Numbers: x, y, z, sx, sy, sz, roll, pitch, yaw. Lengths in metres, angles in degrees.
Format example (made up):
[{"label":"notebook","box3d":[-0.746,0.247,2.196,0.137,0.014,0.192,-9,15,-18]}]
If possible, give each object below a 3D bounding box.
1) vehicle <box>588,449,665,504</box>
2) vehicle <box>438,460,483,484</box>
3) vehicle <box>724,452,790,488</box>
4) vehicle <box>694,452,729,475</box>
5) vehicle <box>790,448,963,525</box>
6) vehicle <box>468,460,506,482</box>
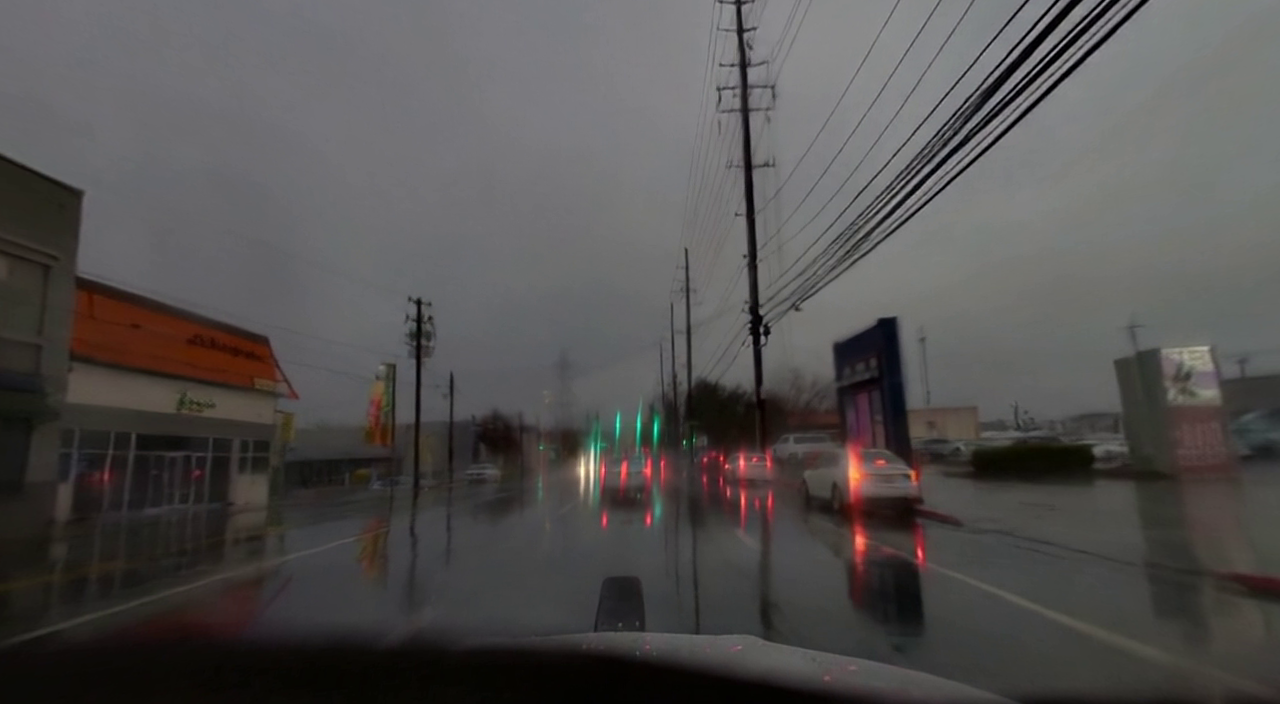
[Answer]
[{"label":"vehicle","box3d":[-0.357,3.752,19.473,2.116,1.479,3.980,0,-9,0]},{"label":"vehicle","box3d":[-11.773,7.890,41.738,1.828,1.457,4.371,0,-9,-2]},{"label":"vehicle","box3d":[5.134,5.218,28.333,1.987,1.459,4.677,0,-9,-1]},{"label":"vehicle","box3d":[5.214,8.203,46.683,1.937,1.523,4.541,0,-9,-1]},{"label":"vehicle","box3d":[5.217,3.009,14.853,2.108,1.471,4.948,0,-9,-1]},{"label":"vehicle","box3d":[-11.550,9.003,47.835,1.817,1.480,4.282,0,-9,0]}]
